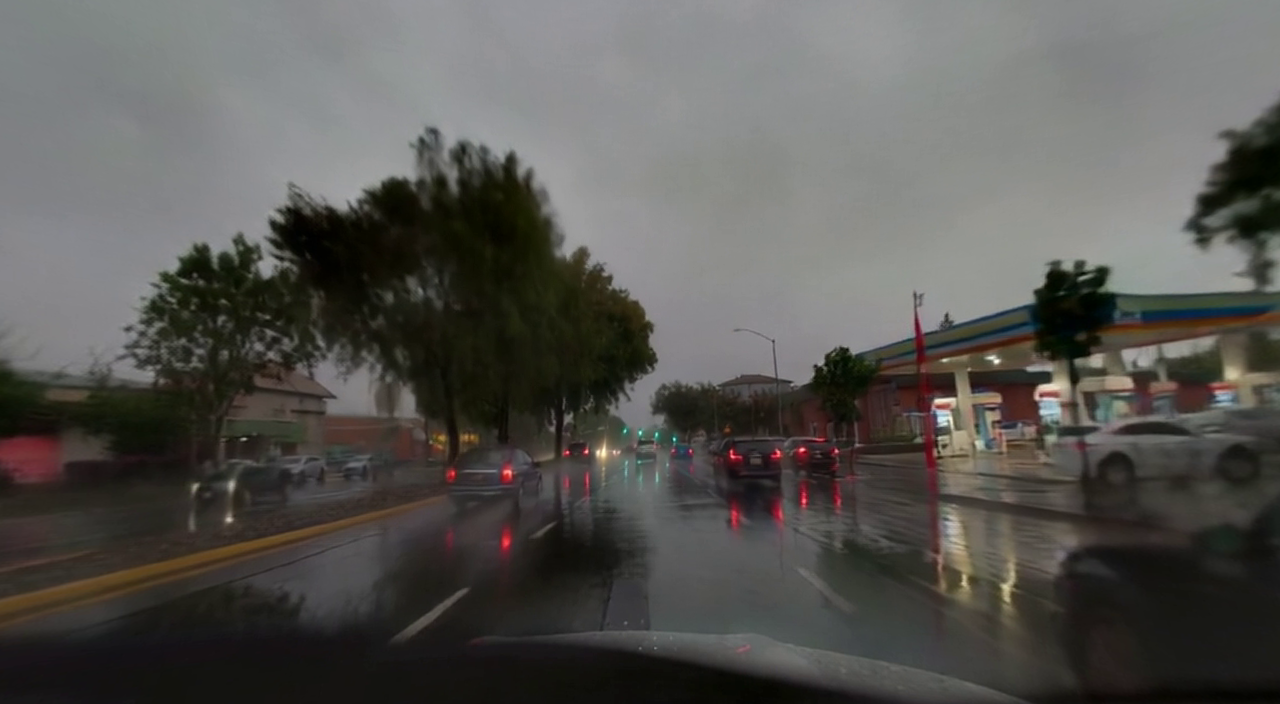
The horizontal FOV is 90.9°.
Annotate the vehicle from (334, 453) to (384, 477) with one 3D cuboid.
[{"bbox_3d":[-21.805,8.772,49.088,1.821,1.645,4.211,0,-8,1],"label":"vehicle"}]

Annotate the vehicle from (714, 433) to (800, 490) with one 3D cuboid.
[{"bbox_3d":[3.821,3.669,21.485,1.980,1.709,4.813,0,-8,0],"label":"vehicle"}]

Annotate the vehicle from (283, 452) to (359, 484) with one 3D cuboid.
[{"bbox_3d":[-18.555,6.741,36.944,1.947,1.616,4.638,0,-8,1],"label":"vehicle"}]

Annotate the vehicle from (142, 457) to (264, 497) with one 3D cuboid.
[{"bbox_3d":[-19.102,5.463,27.881,1.890,1.472,4.769,0,-8,1],"label":"vehicle"}]

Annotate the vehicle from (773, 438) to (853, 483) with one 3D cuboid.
[{"bbox_3d":[7.340,4.671,27.328,2.417,1.736,5.043,-1,-9,5],"label":"vehicle"}]

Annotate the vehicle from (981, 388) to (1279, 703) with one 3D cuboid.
[{"bbox_3d":[3.170,0.819,1.767,1.919,1.502,4.572,0,-8,1],"label":"vehicle"}]

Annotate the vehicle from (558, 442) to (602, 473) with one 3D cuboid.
[{"bbox_3d":[-3.263,5.834,35.140,1.988,1.645,3.995,0,-8,1],"label":"vehicle"}]

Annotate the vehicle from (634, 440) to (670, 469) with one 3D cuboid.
[{"bbox_3d":[0.730,6.472,40.010,2.192,1.674,4.124,0,-8,1],"label":"vehicle"}]

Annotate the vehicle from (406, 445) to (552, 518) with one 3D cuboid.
[{"bbox_3d":[-3.336,2.767,14.086,2.013,1.354,4.393,0,-8,1],"label":"vehicle"}]
